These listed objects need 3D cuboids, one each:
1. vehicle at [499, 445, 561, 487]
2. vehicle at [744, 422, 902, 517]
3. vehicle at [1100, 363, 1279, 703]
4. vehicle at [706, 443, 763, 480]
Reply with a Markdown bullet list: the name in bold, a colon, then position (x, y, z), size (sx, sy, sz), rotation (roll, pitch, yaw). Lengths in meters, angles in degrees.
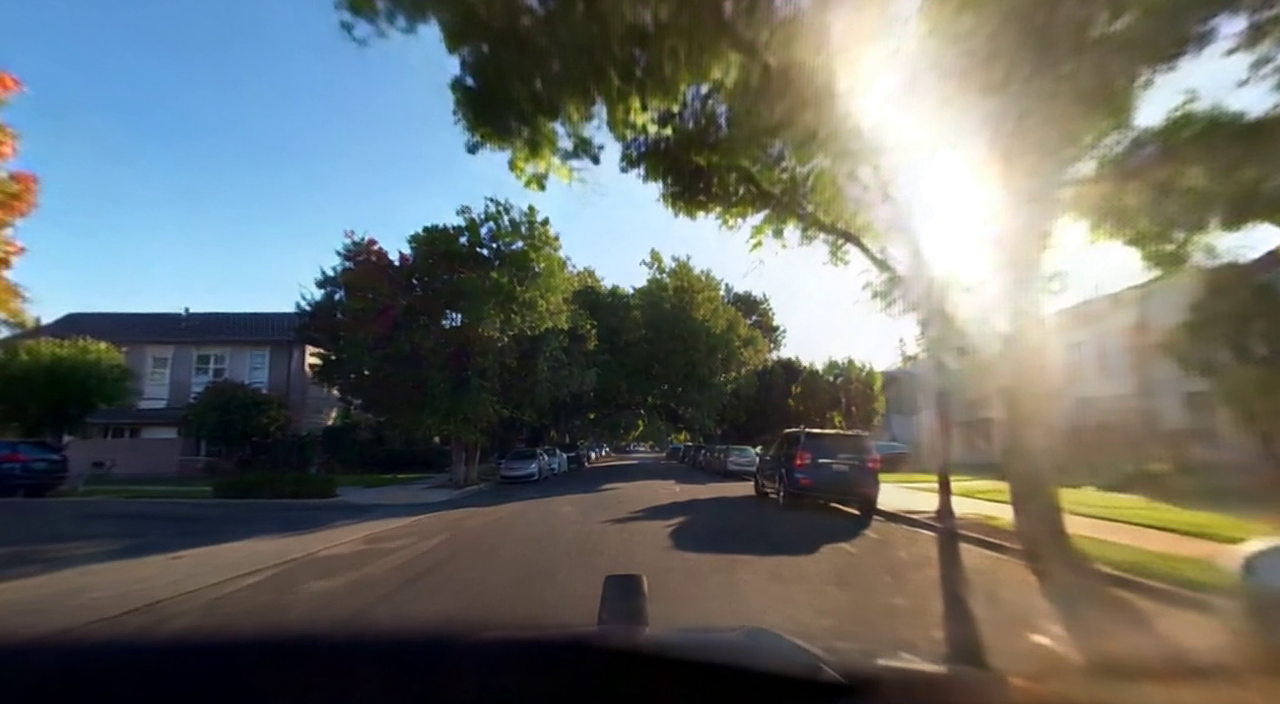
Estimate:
- **vehicle**: position (-4.449, 4.633, 25.937), size (1.870, 1.562, 4.212), rotation (0, -8, -1)
- **vehicle**: position (4.121, 2.748, 15.284), size (2.215, 1.897, 5.131), rotation (0, -9, -1)
- **vehicle**: position (3.885, 0.787, 1.490), size (2.077, 1.788, 4.480), rotation (2, -9, -2)
- **vehicle**: position (4.125, 4.854, 28.152), size (1.862, 1.525, 4.421), rotation (0, -8, 0)
